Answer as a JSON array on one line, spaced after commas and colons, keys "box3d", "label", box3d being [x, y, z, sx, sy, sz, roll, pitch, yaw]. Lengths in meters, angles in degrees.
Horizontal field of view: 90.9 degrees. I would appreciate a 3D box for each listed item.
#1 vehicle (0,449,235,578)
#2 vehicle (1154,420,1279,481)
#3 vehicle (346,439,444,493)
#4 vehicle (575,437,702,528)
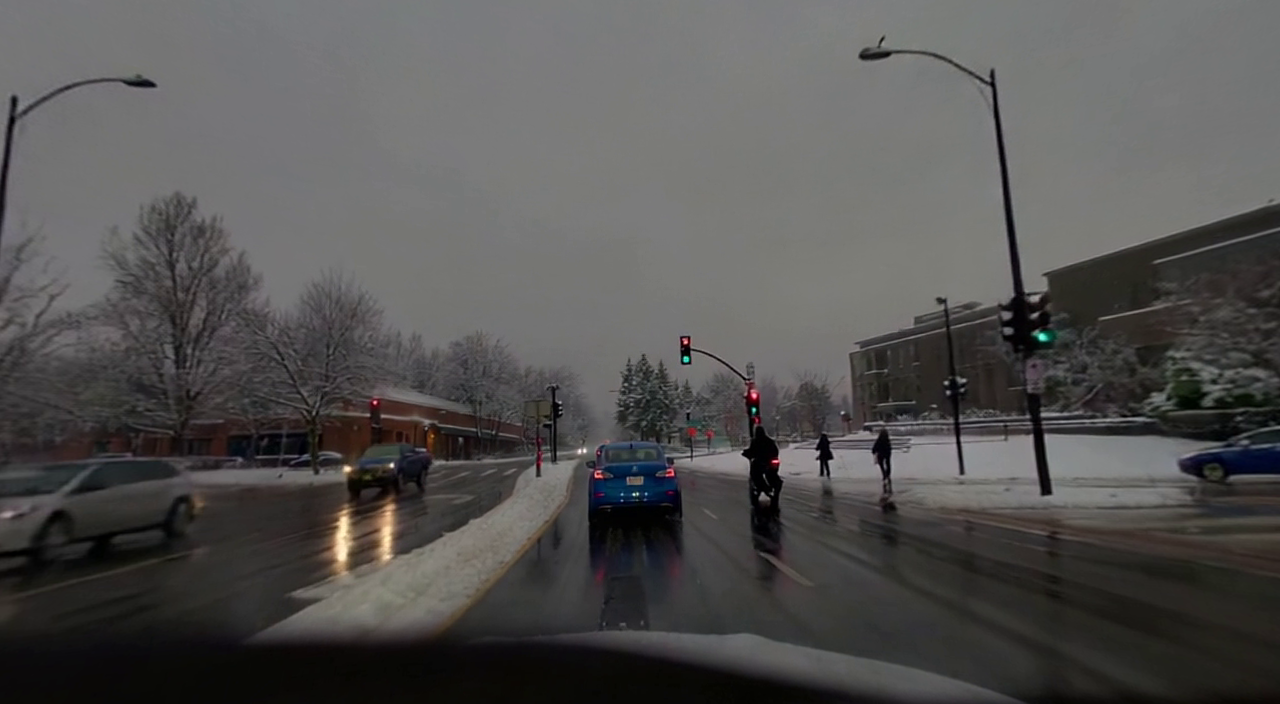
[{"box3d": [-8.563, 2.264, 9.678, 1.952, 1.487, 4.351, 0, -9, -3], "label": "vehicle"}, {"box3d": [16.401, 2.475, 15.924, 5.007, 1.479, 1.866, -6, -10, 32], "label": "vehicle"}, {"box3d": [-8.587, 4.008, 22.531, 1.993, 1.692, 4.226, 0, -9, -3], "label": "vehicle"}, {"box3d": [-0.136, 2.464, 12.523, 2.118, 1.480, 3.949, 0, -9, -3], "label": "vehicle"}]
